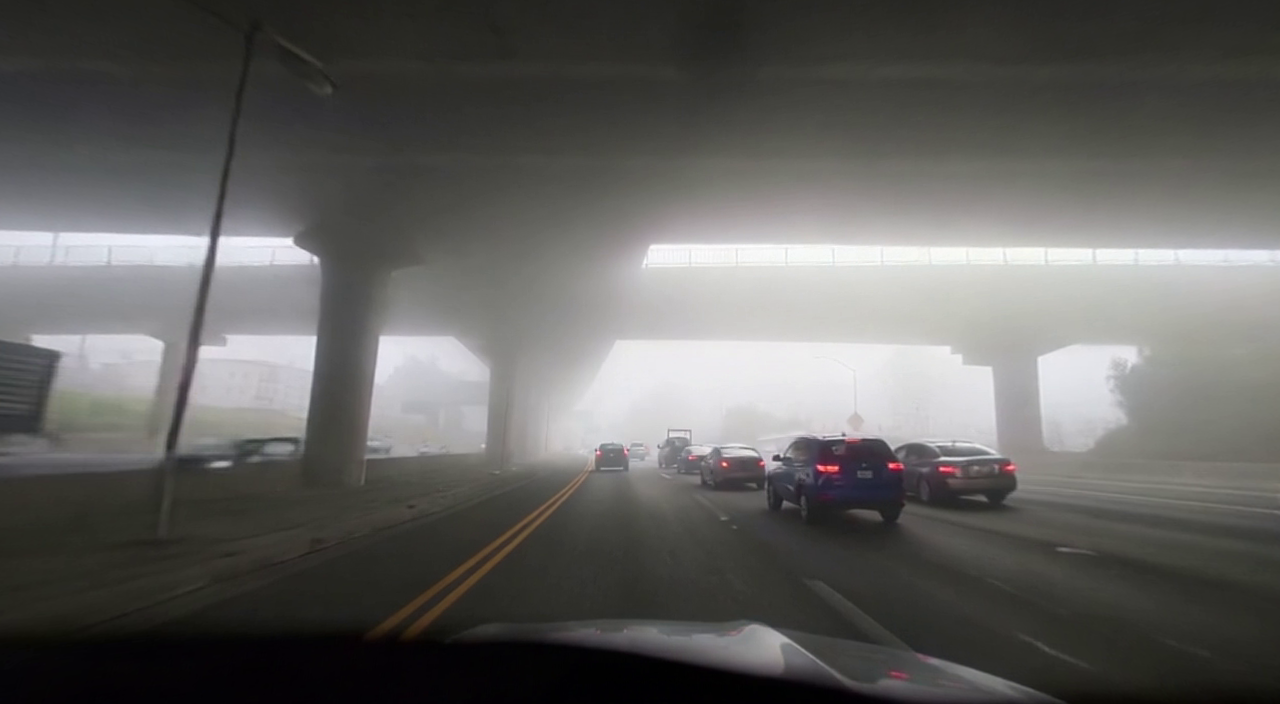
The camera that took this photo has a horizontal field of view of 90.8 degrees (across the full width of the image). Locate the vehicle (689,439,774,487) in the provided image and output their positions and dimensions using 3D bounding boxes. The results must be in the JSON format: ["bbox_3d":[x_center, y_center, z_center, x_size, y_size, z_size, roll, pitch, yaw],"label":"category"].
[{"bbox_3d":[3.042,3.809,22.092,2.074,1.455,4.646,0,-8,-3],"label":"vehicle"}]

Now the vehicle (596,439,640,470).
[{"bbox_3d":[-1.219,5.547,34.281,2.266,1.549,3.978,0,-8,-2],"label":"vehicle"}]

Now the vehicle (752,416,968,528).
[{"bbox_3d":[3.938,2.255,12.561,2.276,1.739,5.040,0,-8,-3],"label":"vehicle"}]

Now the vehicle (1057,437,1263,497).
[{"bbox_3d":[14.353,3.176,17.874,1.866,1.454,4.434,0,-8,-3],"label":"vehicle"}]

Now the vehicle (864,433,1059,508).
[{"bbox_3d":[7.609,2.847,15.765,2.025,1.525,5.211,0,-8,-1],"label":"vehicle"}]
